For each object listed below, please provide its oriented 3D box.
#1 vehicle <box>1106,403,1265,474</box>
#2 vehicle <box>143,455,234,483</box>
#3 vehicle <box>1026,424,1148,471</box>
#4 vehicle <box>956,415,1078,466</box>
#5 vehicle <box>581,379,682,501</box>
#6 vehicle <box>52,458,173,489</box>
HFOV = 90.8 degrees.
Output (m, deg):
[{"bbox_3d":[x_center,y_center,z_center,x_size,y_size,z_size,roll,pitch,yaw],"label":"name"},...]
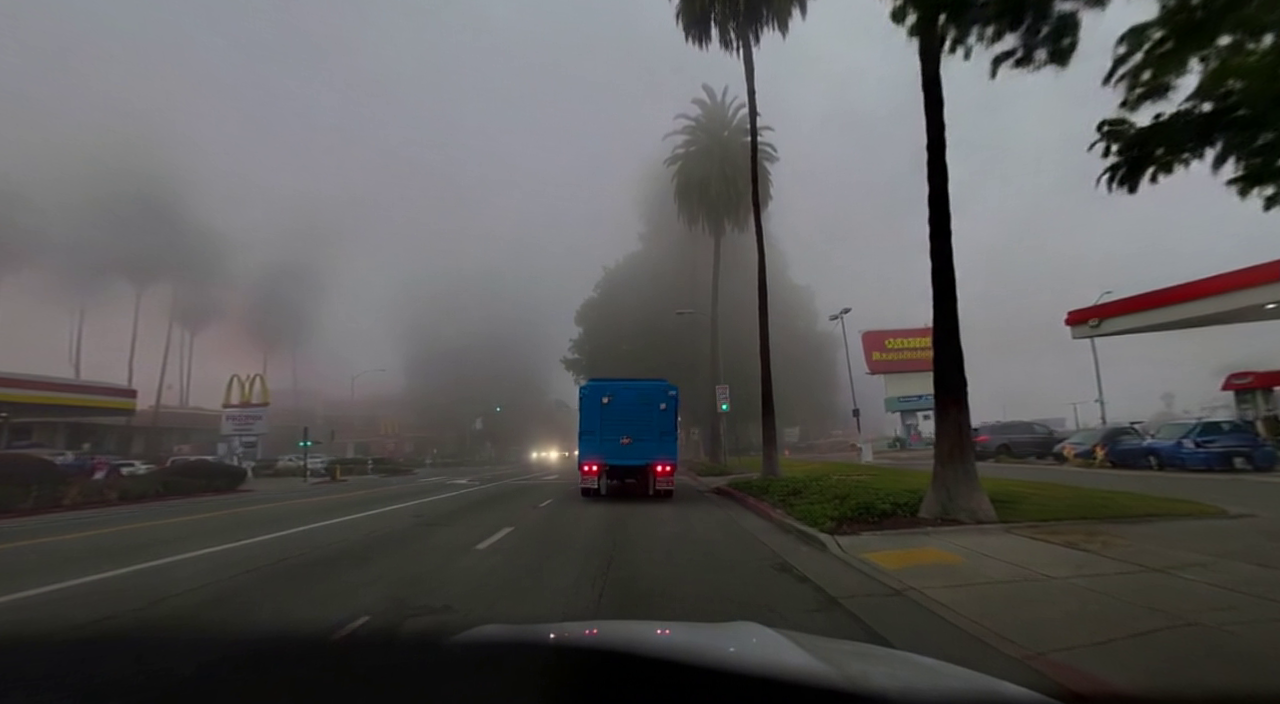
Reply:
[{"bbox_3d":[15.731,2.456,18.171,4.472,1.730,1.939,2,-10,-31],"label":"vehicle"},{"bbox_3d":[-27.974,7.252,39.366,4.303,1.567,2.021,4,-10,-28],"label":"vehicle"},{"bbox_3d":[15.244,3.232,21.505,4.105,1.433,1.931,5,-10,-33],"label":"vehicle"},{"bbox_3d":[15.930,3.739,26.629,5.078,1.937,2.326,6,-10,-34],"label":"vehicle"},{"bbox_3d":[-0.166,2.554,18.481,2.463,2.954,5.938,1,-8,1],"label":"vehicle"},{"bbox_3d":[-27.721,6.361,33.405,4.493,1.453,1.912,4,-9,-27],"label":"vehicle"}]
